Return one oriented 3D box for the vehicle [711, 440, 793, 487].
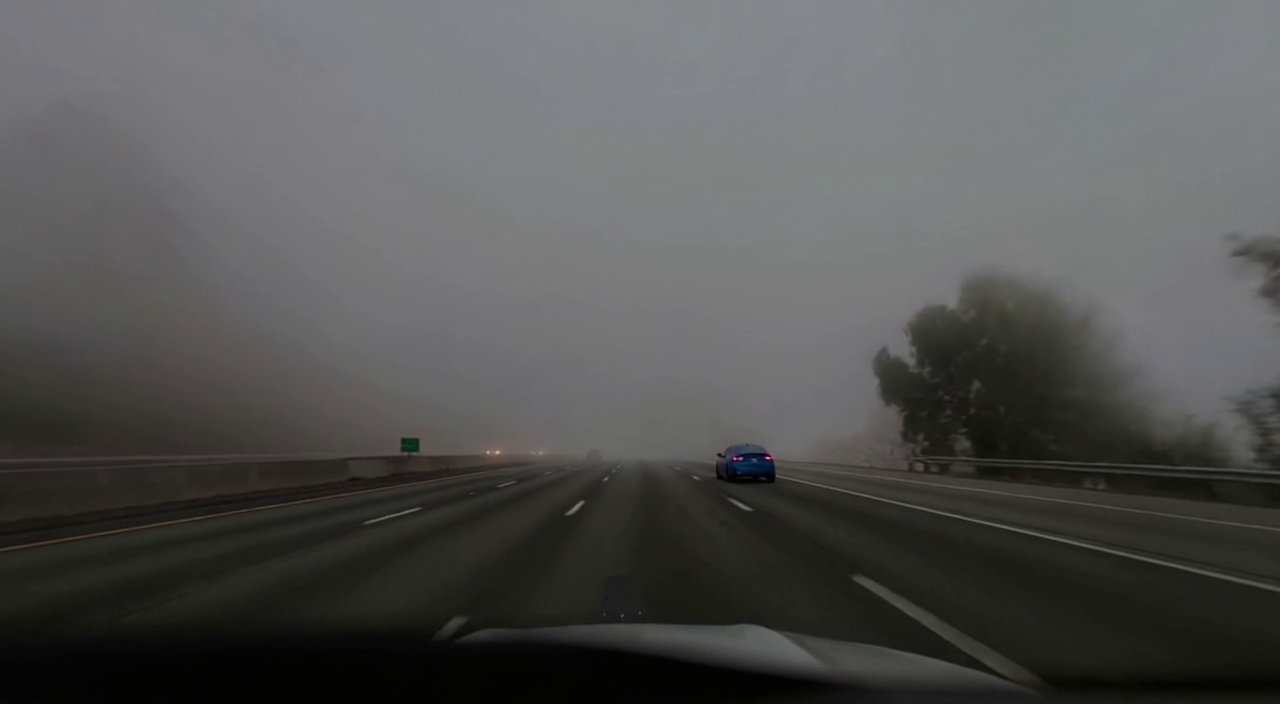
[{"bbox_3d":[3.854,3.903,22.397,2.033,1.501,4.398,0,-9,-1],"label":"vehicle"}]
